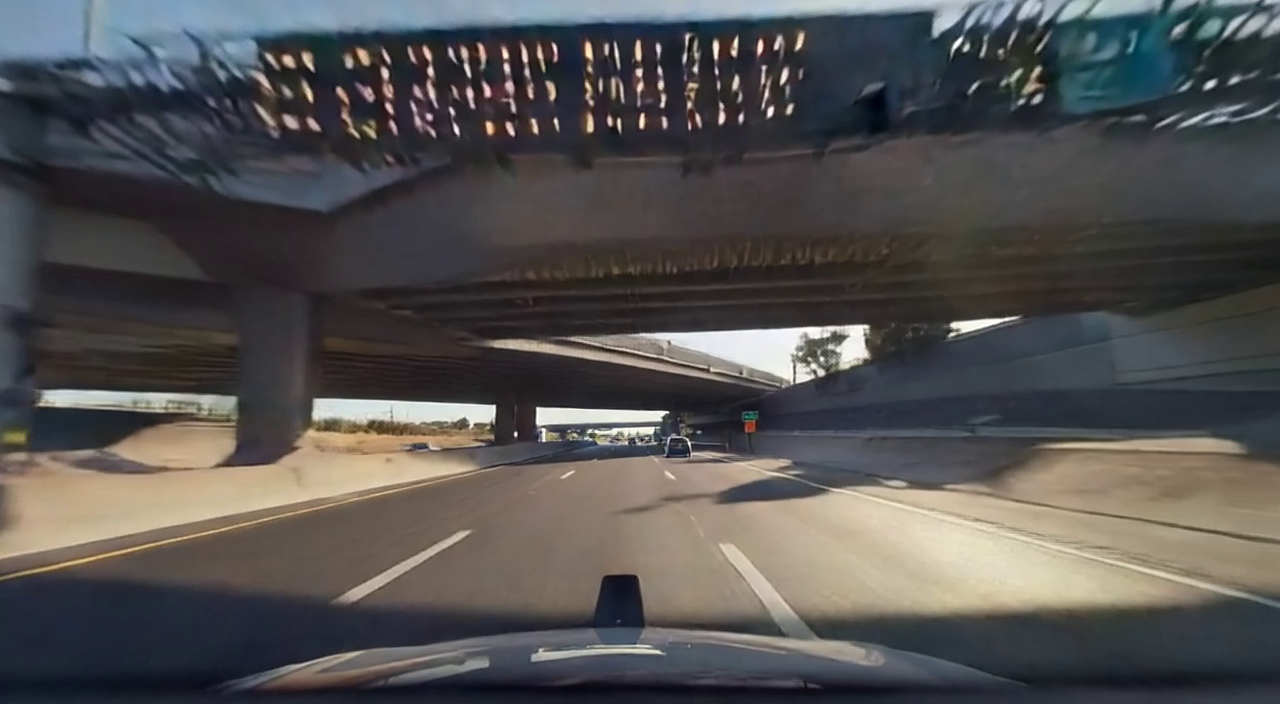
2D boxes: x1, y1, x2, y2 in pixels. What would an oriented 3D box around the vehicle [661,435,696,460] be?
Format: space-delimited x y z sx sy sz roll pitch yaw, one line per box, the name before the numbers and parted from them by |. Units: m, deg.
vehicle | 2.406 6.069 39.983 1.946 1.481 3.969 0 -8 0
